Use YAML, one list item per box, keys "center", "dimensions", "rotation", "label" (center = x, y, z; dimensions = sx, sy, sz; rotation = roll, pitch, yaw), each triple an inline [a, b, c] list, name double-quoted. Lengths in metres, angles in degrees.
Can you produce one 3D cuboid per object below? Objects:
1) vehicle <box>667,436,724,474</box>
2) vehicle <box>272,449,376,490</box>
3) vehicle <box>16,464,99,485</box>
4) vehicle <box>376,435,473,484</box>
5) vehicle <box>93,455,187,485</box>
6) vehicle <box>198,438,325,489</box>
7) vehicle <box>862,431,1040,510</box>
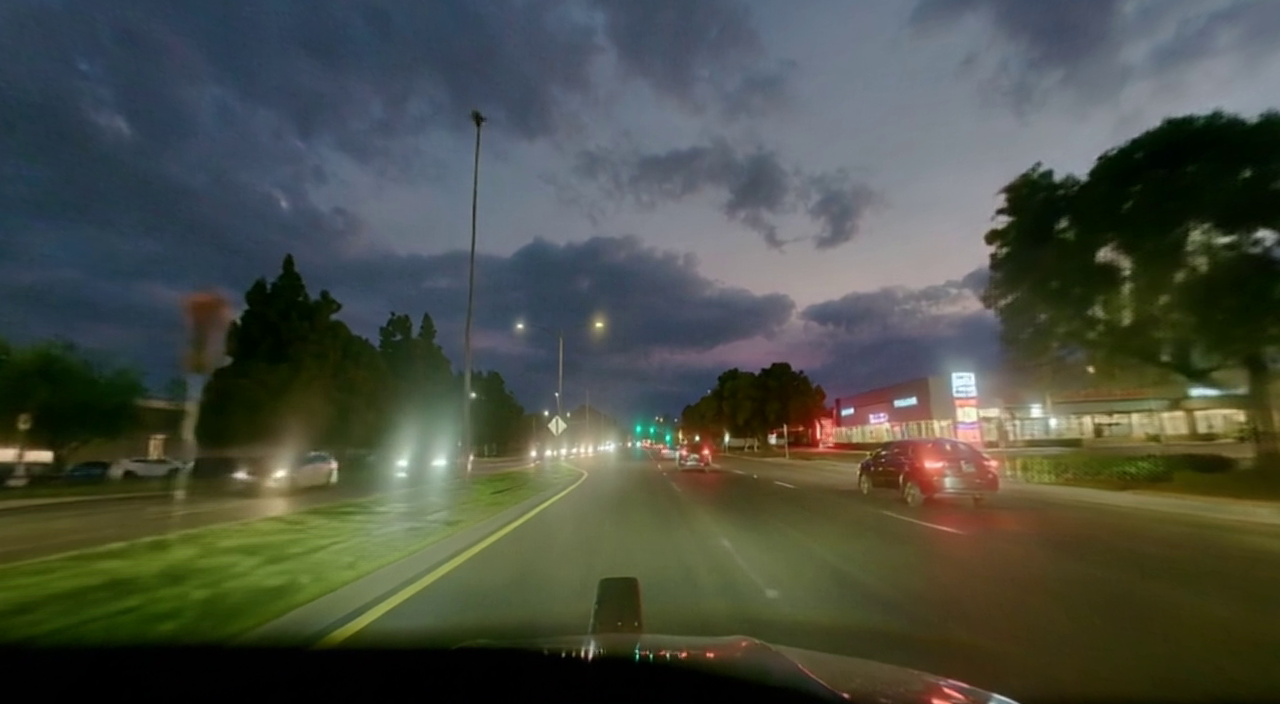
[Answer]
- center: [2.525, 4.832, 29.720]
  dimensions: [2.161, 1.676, 4.151]
  rotation: [0, -9, -2]
  label: "vehicle"
- center: [-12.676, 4.699, 25.626]
  dimensions: [1.951, 1.475, 4.480]
  rotation: [0, -9, -1]
  label: "vehicle"
- center: [-43.802, 9.216, 47.367]
  dimensions: [4.341, 1.477, 1.822]
  rotation: [0, -9, 0]
  label: "vehicle"
- center: [-9.187, 4.635, 27.491]
  dimensions: [2.234, 1.922, 5.699]
  rotation: [0, -9, 0]
  label: "vehicle"
- center: [-34.729, 8.200, 43.816]
  dimensions: [4.738, 1.700, 1.806]
  rotation: [-2, -8, -10]
  label: "vehicle"
- center: [-17.056, 5.046, 28.853]
  dimensions: [2.312, 2.062, 5.741]
  rotation: [0, -9, -1]
  label: "vehicle"
- center: [6.836, 2.643, 14.449]
  dimensions: [1.886, 1.528, 4.169]
  rotation: [0, -9, -1]
  label: "vehicle"
